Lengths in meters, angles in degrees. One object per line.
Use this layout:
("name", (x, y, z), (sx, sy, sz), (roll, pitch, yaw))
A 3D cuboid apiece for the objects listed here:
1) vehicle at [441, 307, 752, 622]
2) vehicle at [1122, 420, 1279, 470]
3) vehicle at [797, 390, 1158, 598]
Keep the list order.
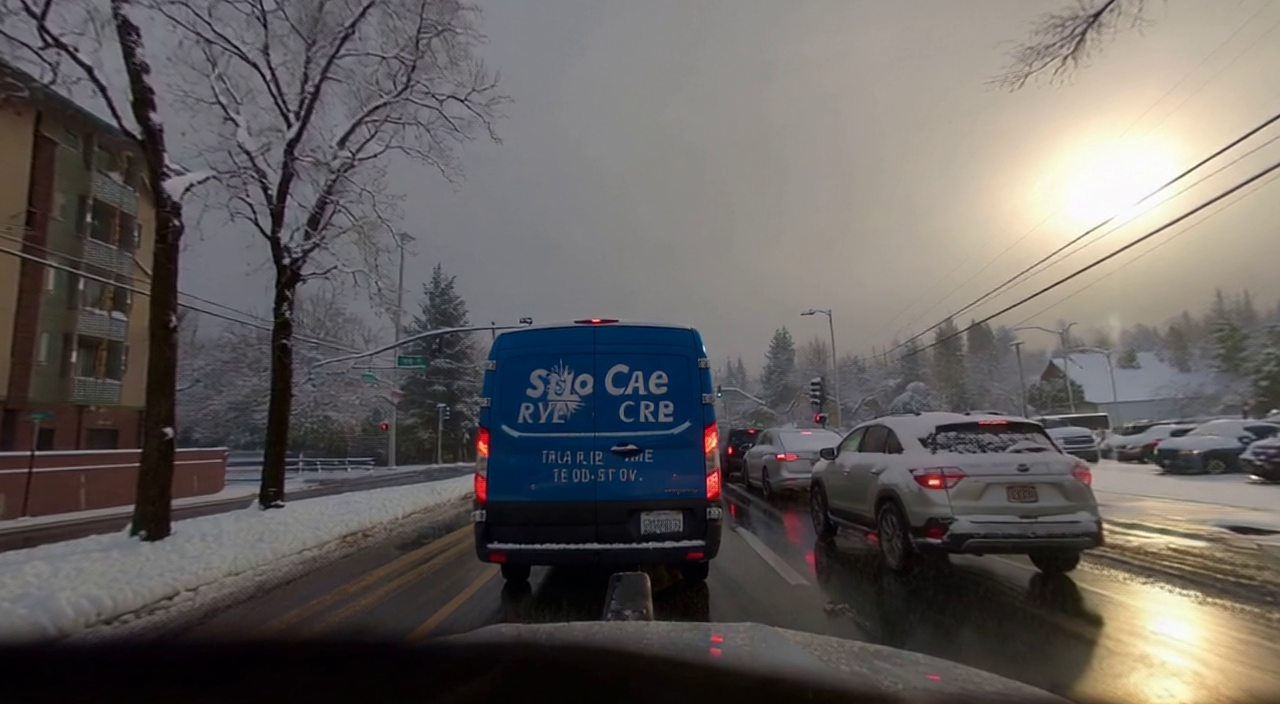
("vehicle", (-0.303, 1.231, 7.545), (2.422, 2.488, 4.992), (0, -8, 1))
("vehicle", (17.187, 2.831, 19.181), (3.491, 1.443, 1.837), (0, -8, 0))
("vehicle", (3.434, 1.531, 7.614), (1.965, 1.771, 4.295), (0, -8, 0))
